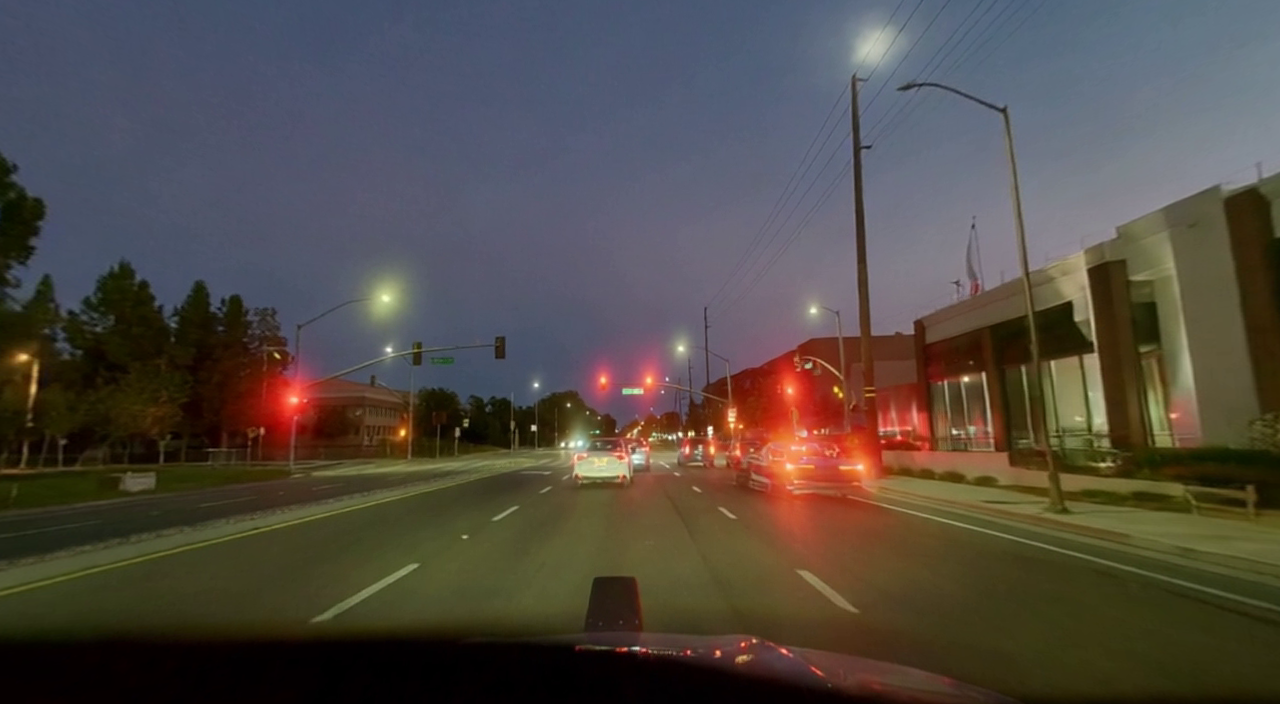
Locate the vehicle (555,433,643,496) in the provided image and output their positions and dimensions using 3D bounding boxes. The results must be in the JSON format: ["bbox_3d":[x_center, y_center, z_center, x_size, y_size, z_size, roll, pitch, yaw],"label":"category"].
[{"bbox_3d":[-0.980,2.951,16.961,2.075,1.470,3.962,0,-8,-1],"label":"vehicle"}]

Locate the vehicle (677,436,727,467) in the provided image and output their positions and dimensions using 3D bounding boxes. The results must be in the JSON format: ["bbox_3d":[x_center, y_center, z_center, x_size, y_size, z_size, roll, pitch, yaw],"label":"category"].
[{"bbox_3d":[3.162,5.172,33.061,1.945,1.470,4.363,0,-8,-3],"label":"vehicle"}]
